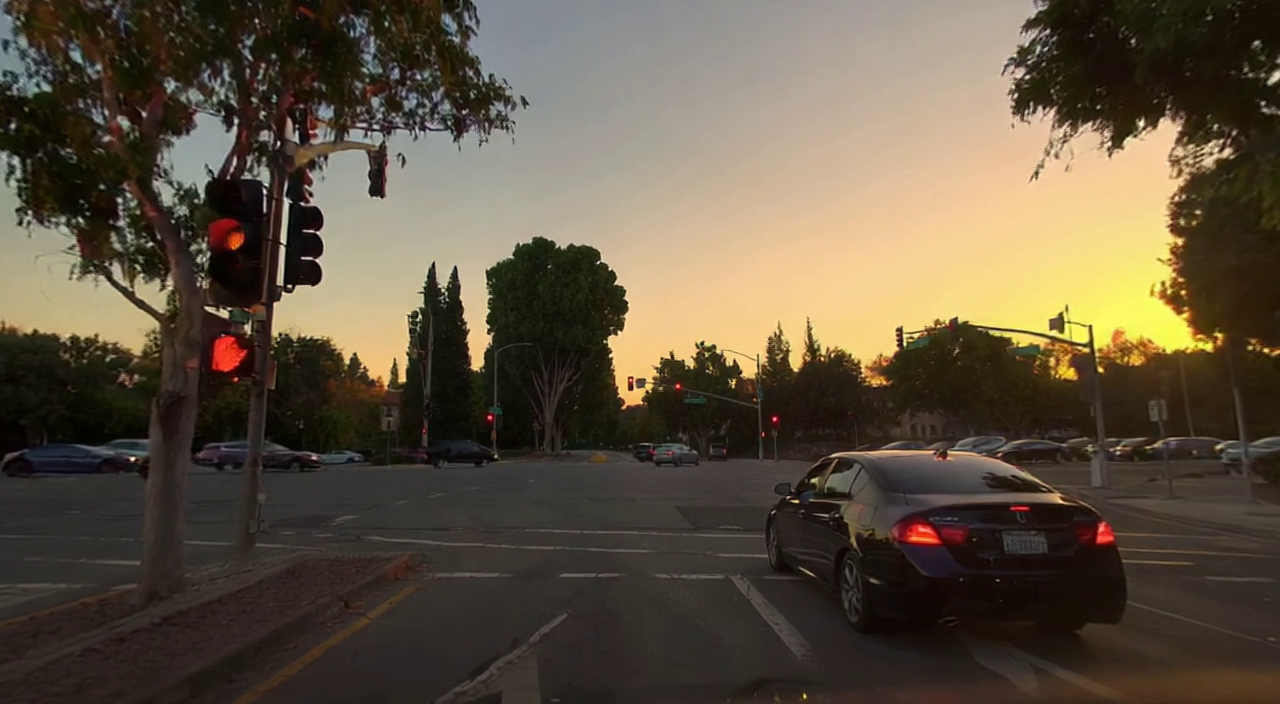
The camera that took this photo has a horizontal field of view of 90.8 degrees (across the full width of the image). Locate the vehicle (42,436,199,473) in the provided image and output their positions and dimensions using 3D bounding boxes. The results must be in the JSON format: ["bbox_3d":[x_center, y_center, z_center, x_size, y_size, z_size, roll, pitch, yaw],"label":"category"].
[{"bbox_3d":[-22.258,4.412,27.314,4.709,1.514,1.985,3,-9,-18],"label":"vehicle"}]

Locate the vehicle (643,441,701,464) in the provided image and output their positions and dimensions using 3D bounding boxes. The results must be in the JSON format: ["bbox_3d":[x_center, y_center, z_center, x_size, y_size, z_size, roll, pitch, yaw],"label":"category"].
[{"bbox_3d":[2.274,6.867,43.454,1.935,1.476,4.849,-5,-10,30],"label":"vehicle"}]

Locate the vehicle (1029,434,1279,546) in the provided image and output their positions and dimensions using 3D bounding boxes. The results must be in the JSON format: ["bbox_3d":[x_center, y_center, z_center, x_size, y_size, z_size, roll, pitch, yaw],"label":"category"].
[{"bbox_3d":[9.292,2.288,11.073,1.993,1.505,4.721,3,-9,0],"label":"vehicle"}]

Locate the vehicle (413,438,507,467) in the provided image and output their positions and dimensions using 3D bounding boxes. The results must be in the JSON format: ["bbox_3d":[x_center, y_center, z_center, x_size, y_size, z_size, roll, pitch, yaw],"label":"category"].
[{"bbox_3d":[-9.953,5.574,35.150,4.580,1.472,1.891,7,-11,-40],"label":"vehicle"}]

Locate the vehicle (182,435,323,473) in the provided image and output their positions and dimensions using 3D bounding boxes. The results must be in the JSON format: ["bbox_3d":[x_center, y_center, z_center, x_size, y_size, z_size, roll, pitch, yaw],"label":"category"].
[{"bbox_3d":[-16.100,4.268,26.561,4.671,1.465,1.934,3,-9,-21],"label":"vehicle"}]

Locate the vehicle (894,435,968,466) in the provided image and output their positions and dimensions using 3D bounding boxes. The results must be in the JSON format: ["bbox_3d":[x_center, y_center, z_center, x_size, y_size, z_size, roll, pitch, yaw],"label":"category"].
[{"bbox_3d":[15.844,5.393,34.649,2.001,1.561,4.481,0,-8,1],"label":"vehicle"}]
